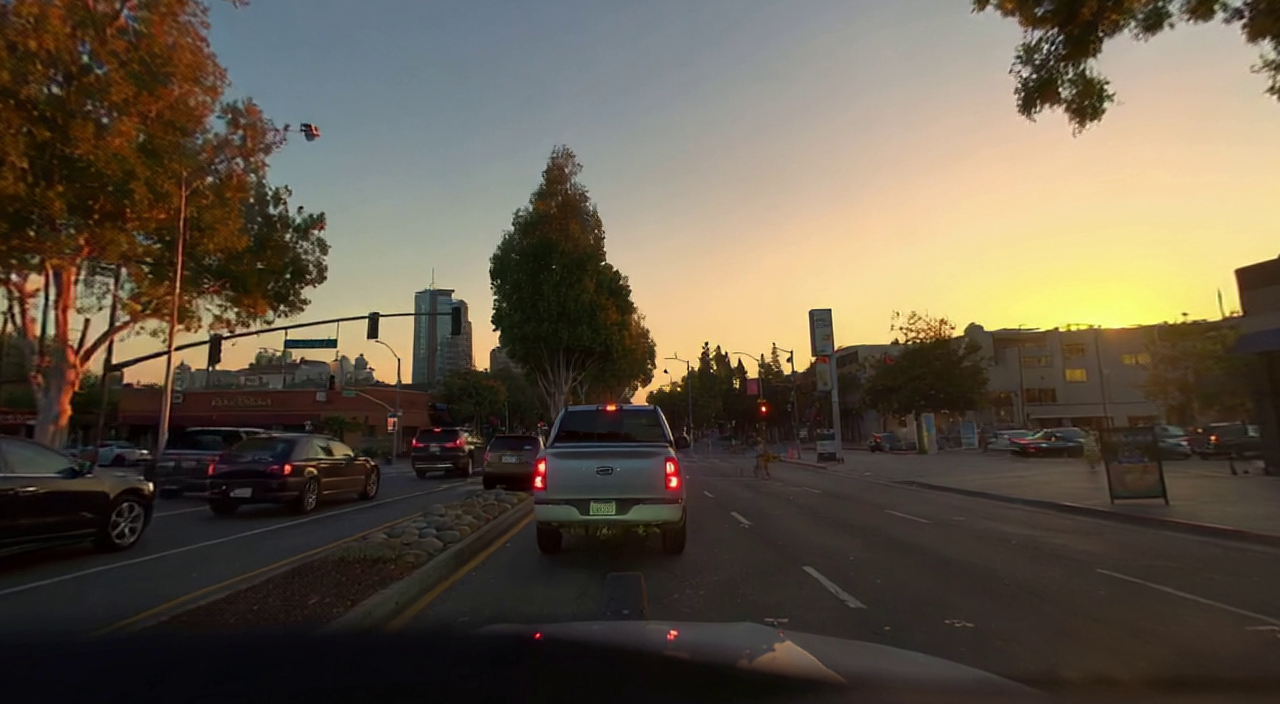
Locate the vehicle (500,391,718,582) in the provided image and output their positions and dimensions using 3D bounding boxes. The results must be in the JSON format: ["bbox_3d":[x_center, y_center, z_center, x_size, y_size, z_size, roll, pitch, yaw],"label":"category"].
[{"bbox_3d":[-0.312,1.597,8.231,2.064,1.817,4.298,0,-8,-1],"label":"vehicle"}]

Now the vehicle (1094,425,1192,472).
[{"bbox_3d":[19.228,3.662,24.039,4.156,1.622,1.924,7,-11,-38],"label":"vehicle"}]

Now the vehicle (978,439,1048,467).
[{"bbox_3d":[20.104,5.407,33.920,3.836,1.443,1.694,5,-10,-35],"label":"vehicle"}]

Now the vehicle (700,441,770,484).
[{"bbox_3d":[3.424,4.051,23.511,2.023,1.441,4.240,0,-8,1],"label":"vehicle"}]

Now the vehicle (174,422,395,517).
[{"bbox_3d":[-7.134,2.397,13.375,1.941,1.655,4.503,0,-8,2],"label":"vehicle"}]

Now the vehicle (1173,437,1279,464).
[{"bbox_3d":[29.728,4.944,31.662,4.176,1.313,1.719,0,-8,2],"label":"vehicle"}]

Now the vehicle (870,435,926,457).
[{"bbox_3d":[20.107,7.322,49.047,4.361,1.653,2.034,6,-11,-37],"label":"vehicle"}]

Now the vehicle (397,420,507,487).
[{"bbox_3d":[-6.470,3.555,22.346,2.496,2.112,4.351,0,-8,1],"label":"vehicle"}]

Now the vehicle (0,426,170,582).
[{"bbox_3d":[-6.965,1.422,5.855,1.831,1.451,4.382,0,-8,-1],"label":"vehicle"}]
